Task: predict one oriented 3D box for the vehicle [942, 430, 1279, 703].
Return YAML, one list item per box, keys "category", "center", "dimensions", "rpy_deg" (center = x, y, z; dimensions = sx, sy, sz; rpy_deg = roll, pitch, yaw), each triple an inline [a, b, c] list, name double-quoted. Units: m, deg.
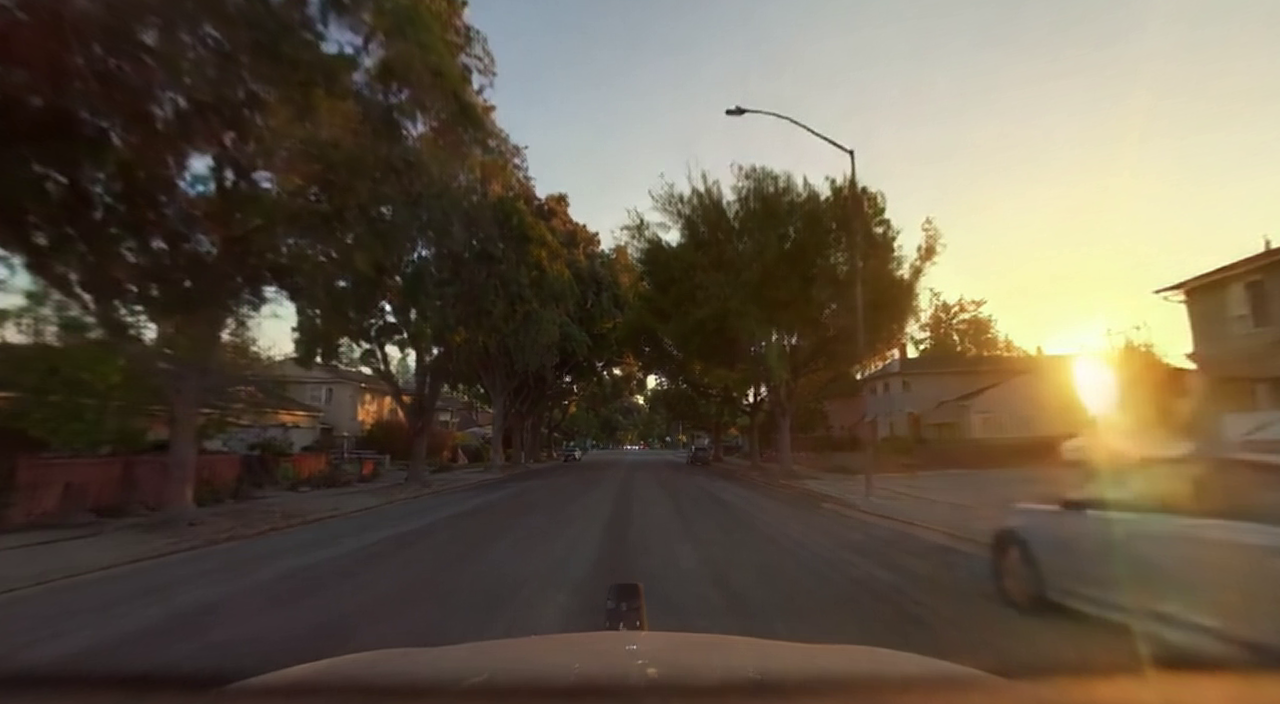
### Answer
- category: "vehicle"
  center: [3.824, 1.209, 3.586]
  dimensions: [2.013, 1.473, 4.329]
  rpy_deg: [0, -9, -1]
